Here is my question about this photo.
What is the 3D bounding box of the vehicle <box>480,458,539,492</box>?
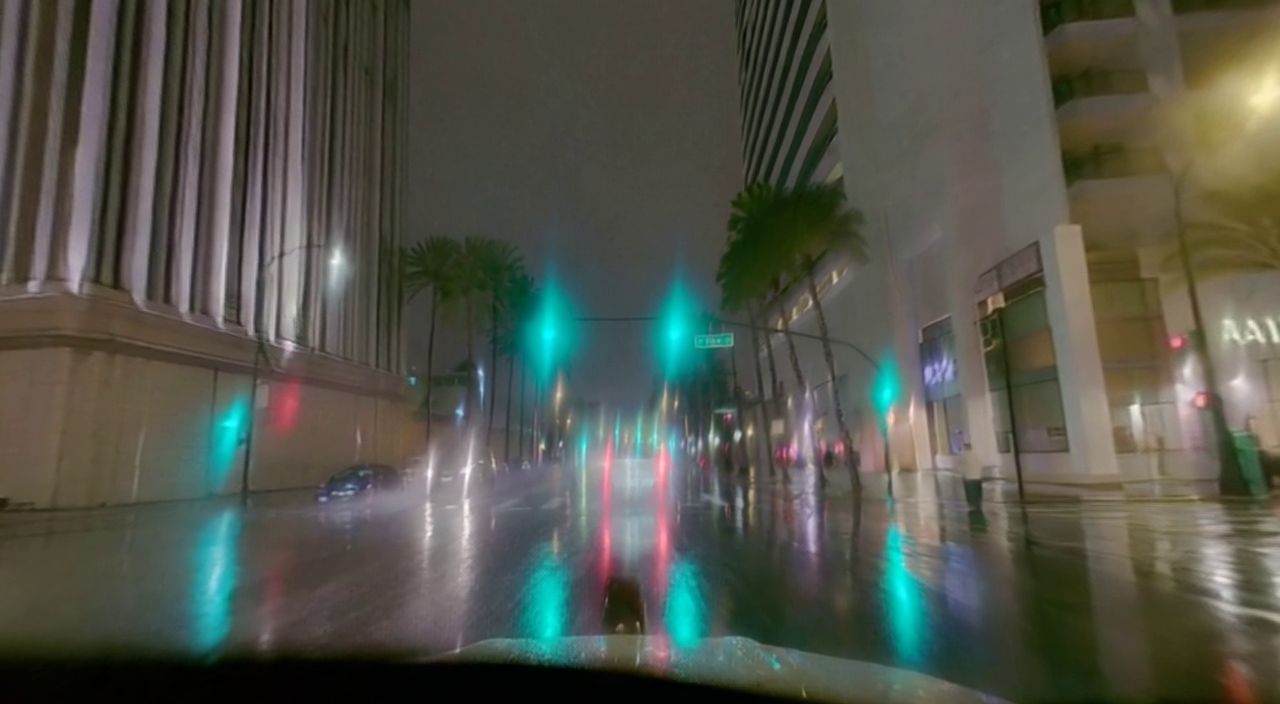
[{"bbox_3d":[-6.461,6.128,31.682,1.951,1.476,4.452,0,-9,0],"label":"vehicle"}]

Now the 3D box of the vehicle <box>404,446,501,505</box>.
[{"bbox_3d":[-6.690,4.421,23.087,2.070,1.893,4.738,0,-9,0],"label":"vehicle"}]

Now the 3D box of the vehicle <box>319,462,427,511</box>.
[{"bbox_3d":[-9.654,4.870,23.208,1.977,1.475,4.491,0,-9,0],"label":"vehicle"}]

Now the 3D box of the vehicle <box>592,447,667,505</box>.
[{"bbox_3d":[-0.327,3.875,20.078,2.145,1.632,3.972,0,-9,-1],"label":"vehicle"}]
